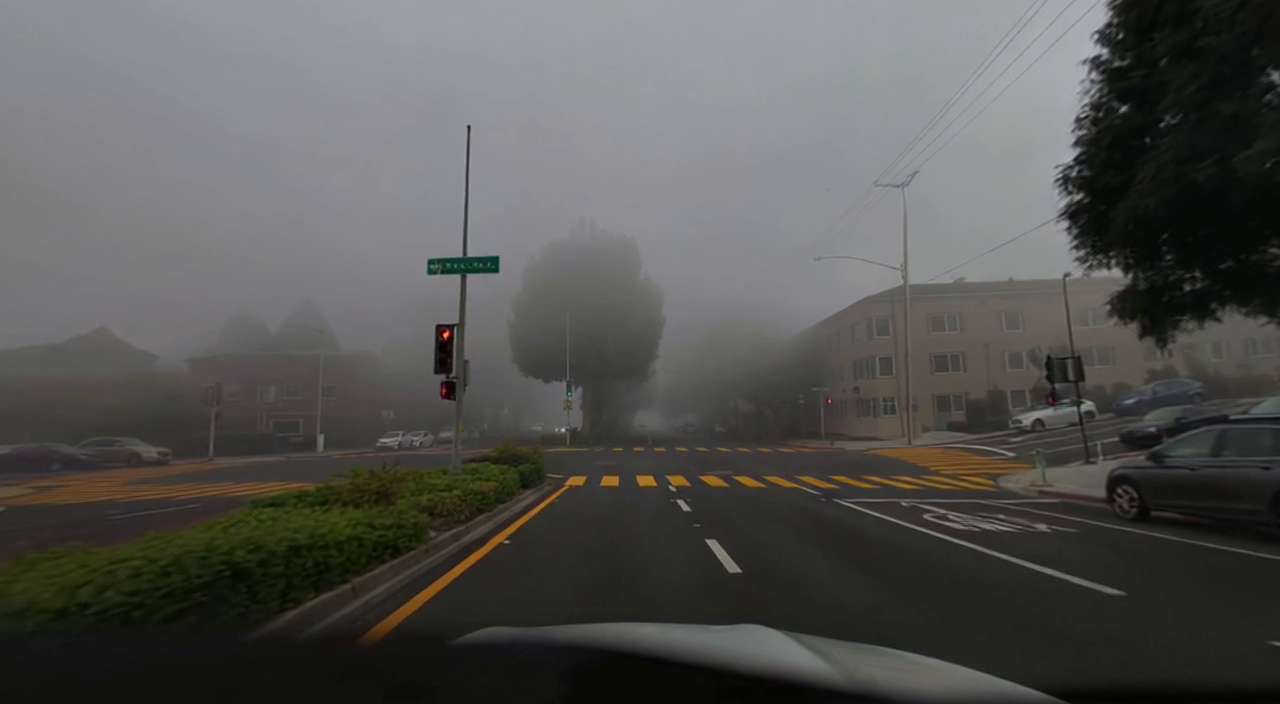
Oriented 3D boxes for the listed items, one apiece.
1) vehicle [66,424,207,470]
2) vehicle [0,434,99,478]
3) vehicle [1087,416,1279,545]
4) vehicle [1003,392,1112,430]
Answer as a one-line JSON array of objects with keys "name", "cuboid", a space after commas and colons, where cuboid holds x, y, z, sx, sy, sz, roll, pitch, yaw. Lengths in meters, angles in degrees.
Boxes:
[{"name": "vehicle", "cuboid": [-26.045, 4.914, 32.825, 5.229, 2.299, 2.366, 0, -8, 1]}, {"name": "vehicle", "cuboid": [-31.926, 5.463, 32.986, 5.324, 2.098, 2.172, -2, -9, 0]}, {"name": "vehicle", "cuboid": [9.565, 1.892, 9.673, 1.998, 1.725, 4.564, 0, -8, -1]}, {"name": "vehicle", "cuboid": [22.122, 3.111, 33.587, 4.531, 1.753, 1.964, -2, -2, -5]}]
